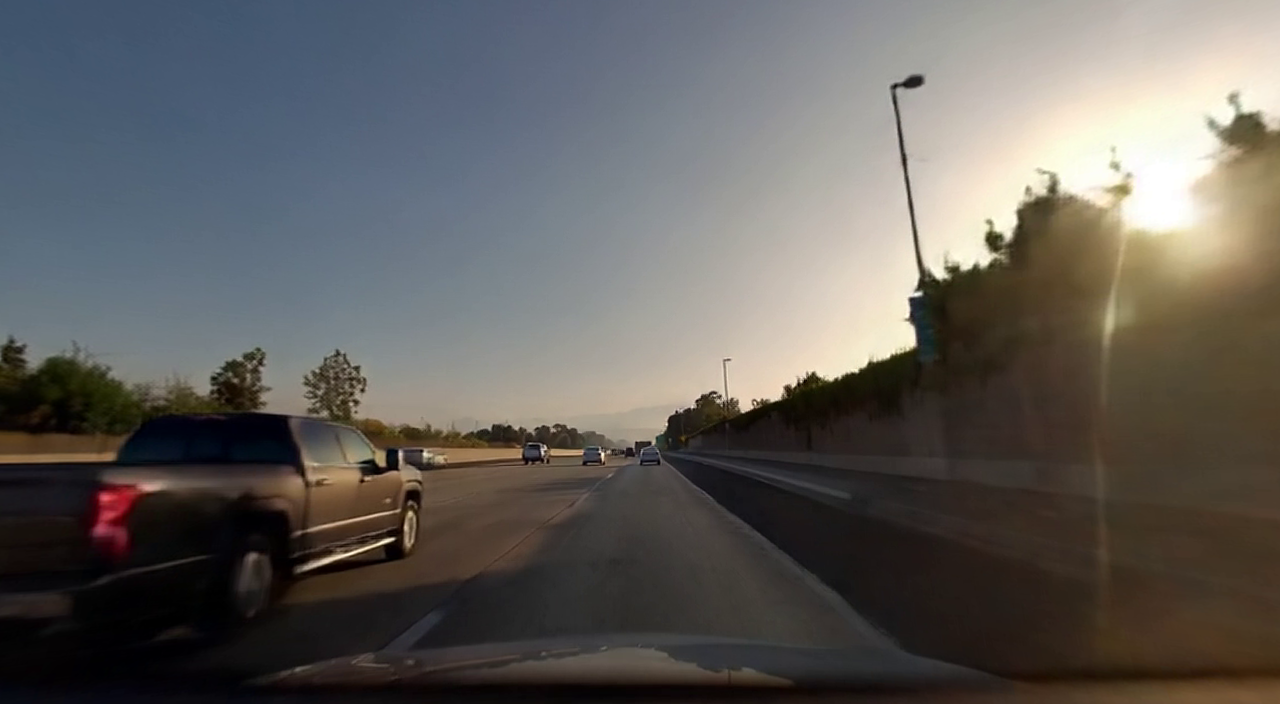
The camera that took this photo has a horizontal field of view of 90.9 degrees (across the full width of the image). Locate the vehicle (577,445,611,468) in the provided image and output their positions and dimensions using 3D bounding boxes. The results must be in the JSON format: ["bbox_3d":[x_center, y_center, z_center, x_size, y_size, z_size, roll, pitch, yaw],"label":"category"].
[{"bbox_3d":[-3.145,7.222,43.893,2.056,1.480,4.022,-1,-8,1],"label":"vehicle"}]

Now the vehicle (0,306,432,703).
[{"bbox_3d":[-3.213,1.020,3.974,2.124,1.787,4.830,0,-8,0],"label":"vehicle"}]

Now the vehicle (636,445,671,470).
[{"bbox_3d":[0.820,6.585,39.608,2.073,1.480,4.343,0,-8,0],"label":"vehicle"}]
